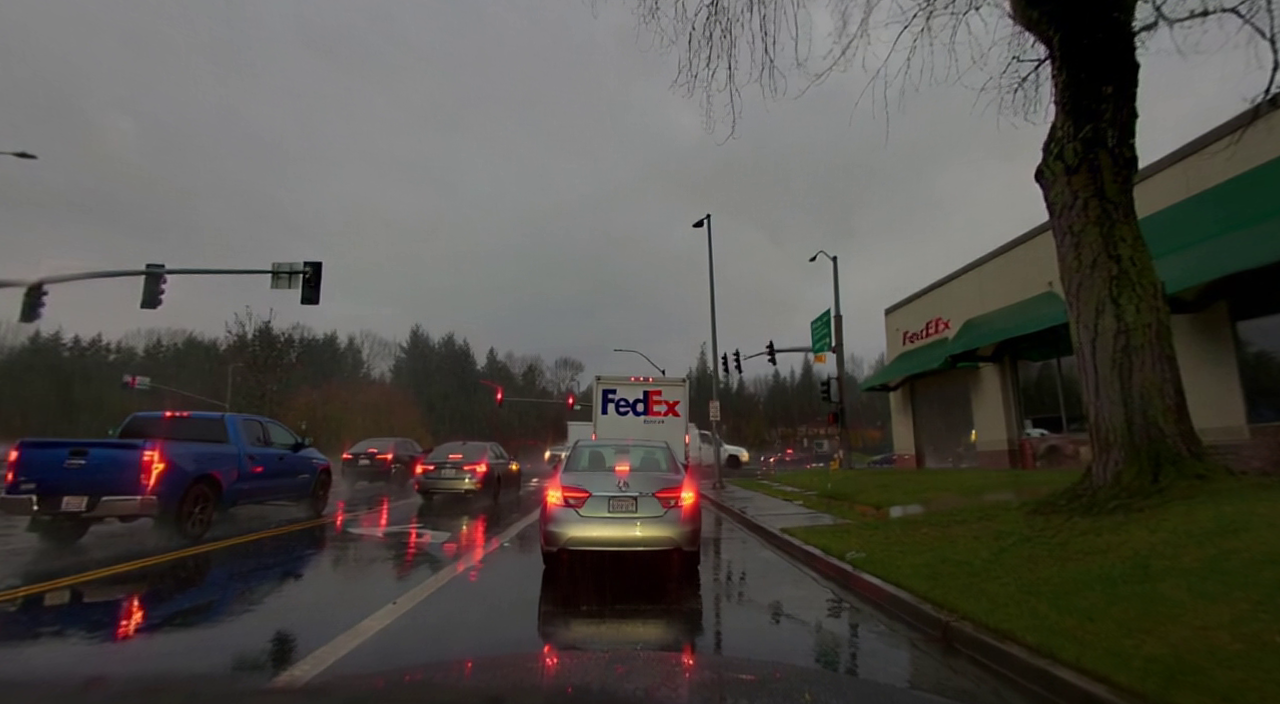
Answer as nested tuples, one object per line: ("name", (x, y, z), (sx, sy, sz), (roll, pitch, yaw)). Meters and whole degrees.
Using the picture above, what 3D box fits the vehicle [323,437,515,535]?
("vehicle", (-3.860, 2.398, 11.936), (1.949, 1.487, 4.390), (0, -9, 1))

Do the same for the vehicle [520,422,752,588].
("vehicle", (-0.035, 1.746, 8.030), (2.145, 1.513, 4.269), (0, -9, 0))

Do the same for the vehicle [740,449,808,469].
("vehicle", (10.352, 8.284, 48.646), (4.841, 1.494, 1.829), (1, -9, -5))

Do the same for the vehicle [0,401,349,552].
("vehicle", (-7.280, 1.981, 10.737), (2.125, 1.893, 5.498), (0, -9, -2))
